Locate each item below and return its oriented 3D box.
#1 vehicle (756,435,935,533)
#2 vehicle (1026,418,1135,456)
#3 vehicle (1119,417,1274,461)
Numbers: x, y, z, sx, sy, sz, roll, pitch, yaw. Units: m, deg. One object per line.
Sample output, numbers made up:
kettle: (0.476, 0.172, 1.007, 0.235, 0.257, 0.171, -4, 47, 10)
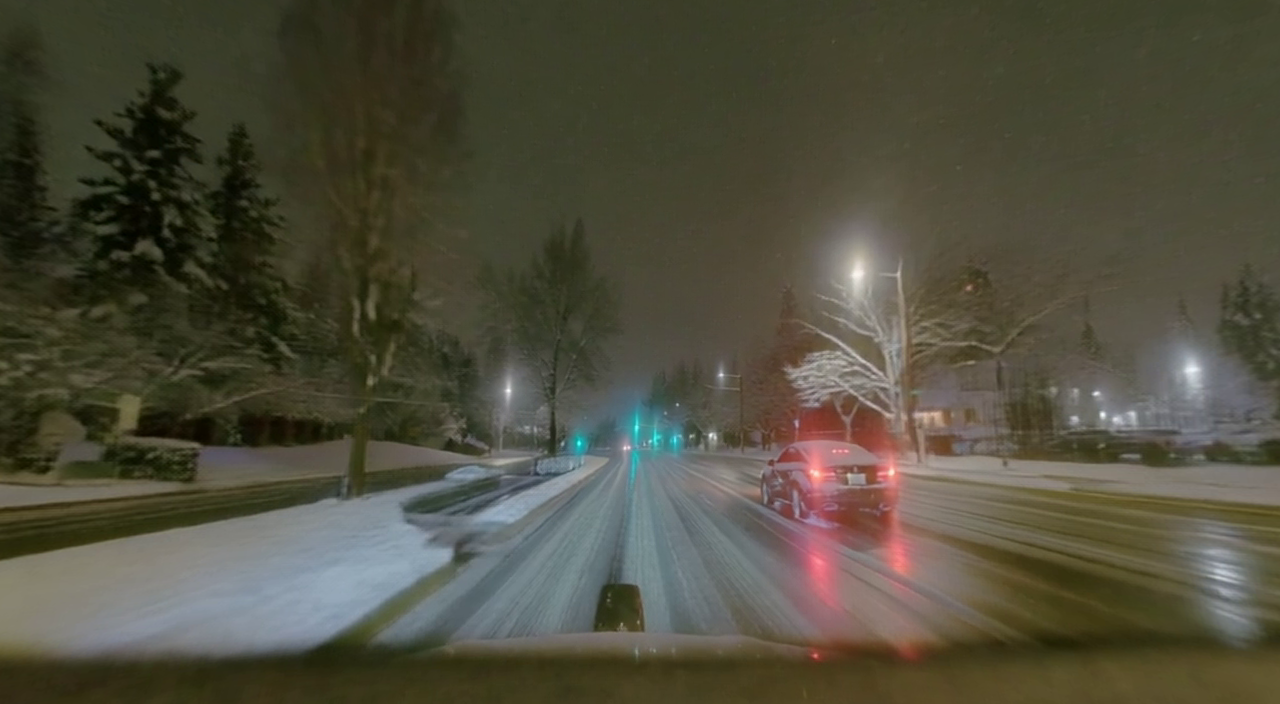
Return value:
vehicle: (3.524, 2.346, 11.745, 1.852, 1.453, 4.083, 0, -9, -2)
vehicle: (25.683, 4.975, 36.951, 4.733, 2.074, 2.022, 0, -9, -1)
vehicle: (24.807, 3.927, 28.335, 4.672, 1.810, 2.367, 0, -9, -1)
